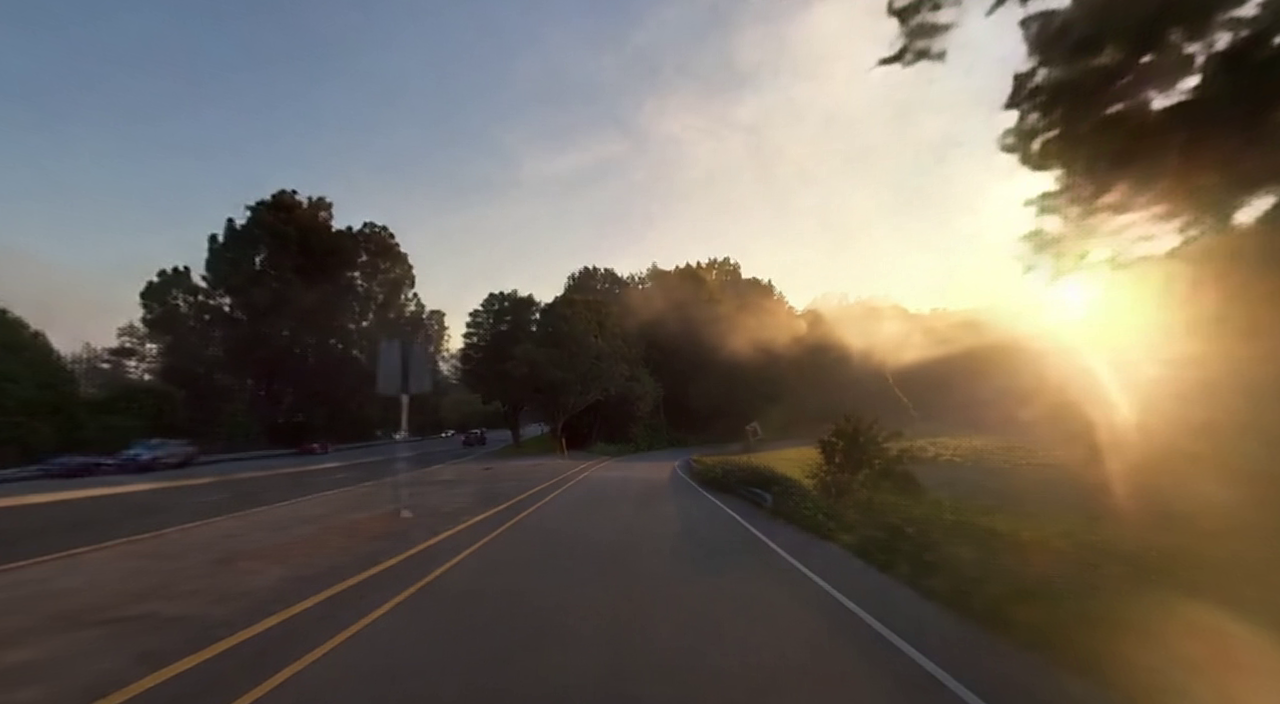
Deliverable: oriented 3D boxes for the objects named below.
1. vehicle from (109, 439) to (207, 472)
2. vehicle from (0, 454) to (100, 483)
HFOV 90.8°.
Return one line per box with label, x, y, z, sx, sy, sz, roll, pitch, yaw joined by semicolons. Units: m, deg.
vehicle;-27.939;6.018;36.880;2.123;1.738;4.945;0;-9;-5
vehicle;-32.054;6.228;34.108;1.868;1.427;4.726;0;-9;-5
